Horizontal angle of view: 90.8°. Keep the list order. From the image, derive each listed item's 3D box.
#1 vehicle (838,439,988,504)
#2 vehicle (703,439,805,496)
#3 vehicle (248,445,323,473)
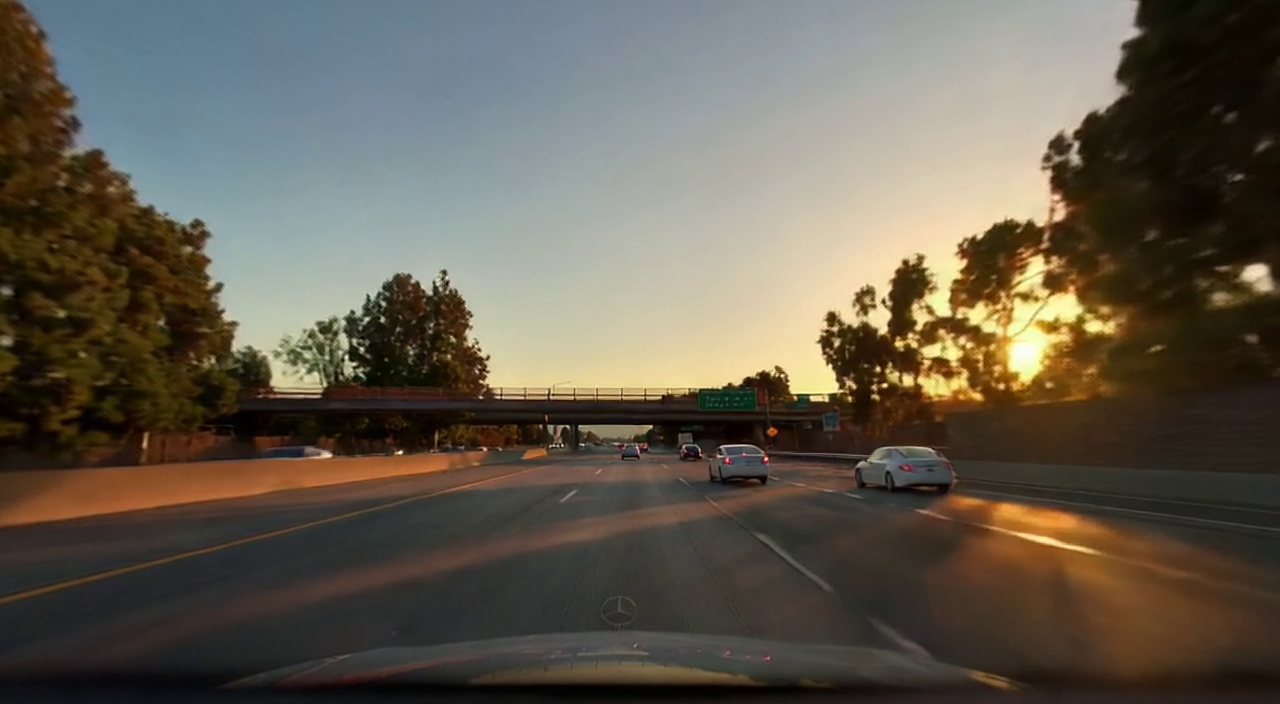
[{"bbox_3d":[7.126,3.147,17.104,1.946,1.497,4.467,0,-8,-1],"label":"vehicle"},{"bbox_3d":[3.201,3.347,18.772,2.076,1.472,4.562,0,-8,-2],"label":"vehicle"},{"bbox_3d":[-20.403,6.142,36.589,1.889,1.491,4.573,1,-8,-3],"label":"vehicle"}]
